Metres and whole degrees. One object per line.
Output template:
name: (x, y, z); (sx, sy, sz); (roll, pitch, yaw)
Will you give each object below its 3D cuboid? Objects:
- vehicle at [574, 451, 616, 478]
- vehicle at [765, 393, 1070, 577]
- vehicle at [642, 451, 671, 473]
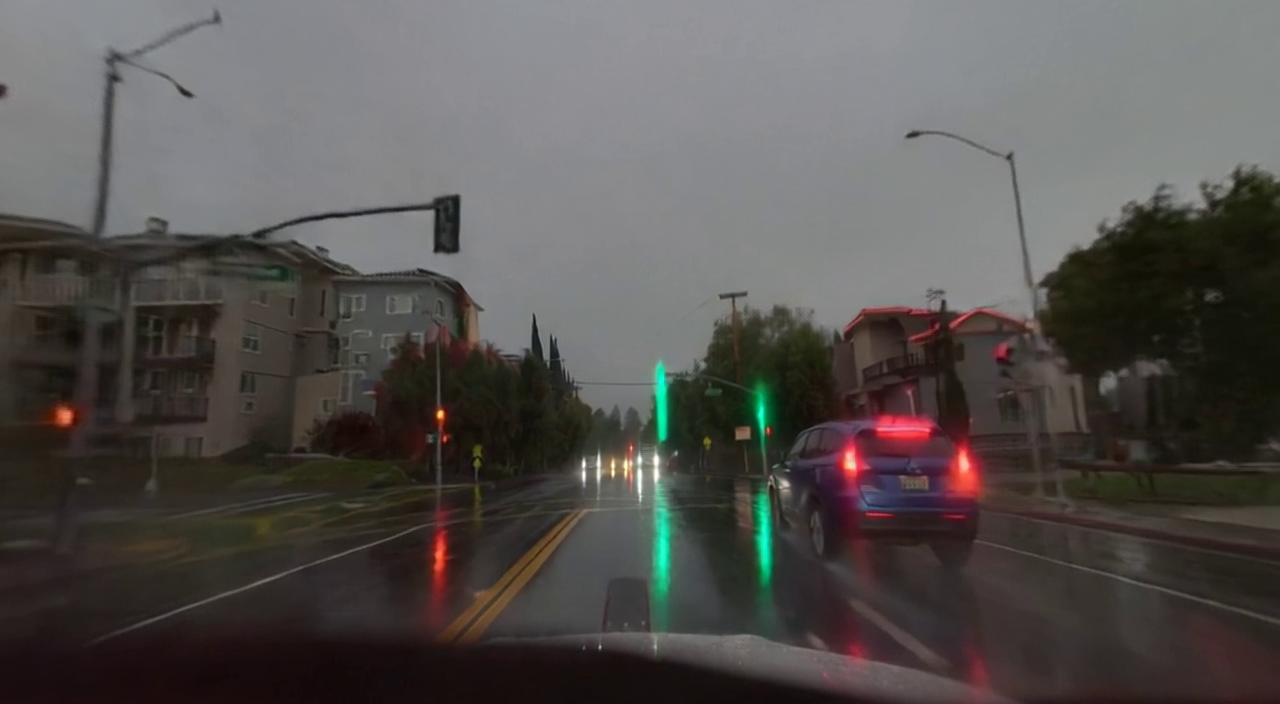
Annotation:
vehicle: (-2.683, 6.787, 38.374); (2.170, 1.513, 4.270); (0, -9, 1)
vehicle: (3.313, 1.722, 8.930); (2.130, 1.863, 4.844); (0, -9, 1)
vehicle: (1.185, 8.097, 46.497); (2.097, 1.463, 4.043); (0, -8, 1)
